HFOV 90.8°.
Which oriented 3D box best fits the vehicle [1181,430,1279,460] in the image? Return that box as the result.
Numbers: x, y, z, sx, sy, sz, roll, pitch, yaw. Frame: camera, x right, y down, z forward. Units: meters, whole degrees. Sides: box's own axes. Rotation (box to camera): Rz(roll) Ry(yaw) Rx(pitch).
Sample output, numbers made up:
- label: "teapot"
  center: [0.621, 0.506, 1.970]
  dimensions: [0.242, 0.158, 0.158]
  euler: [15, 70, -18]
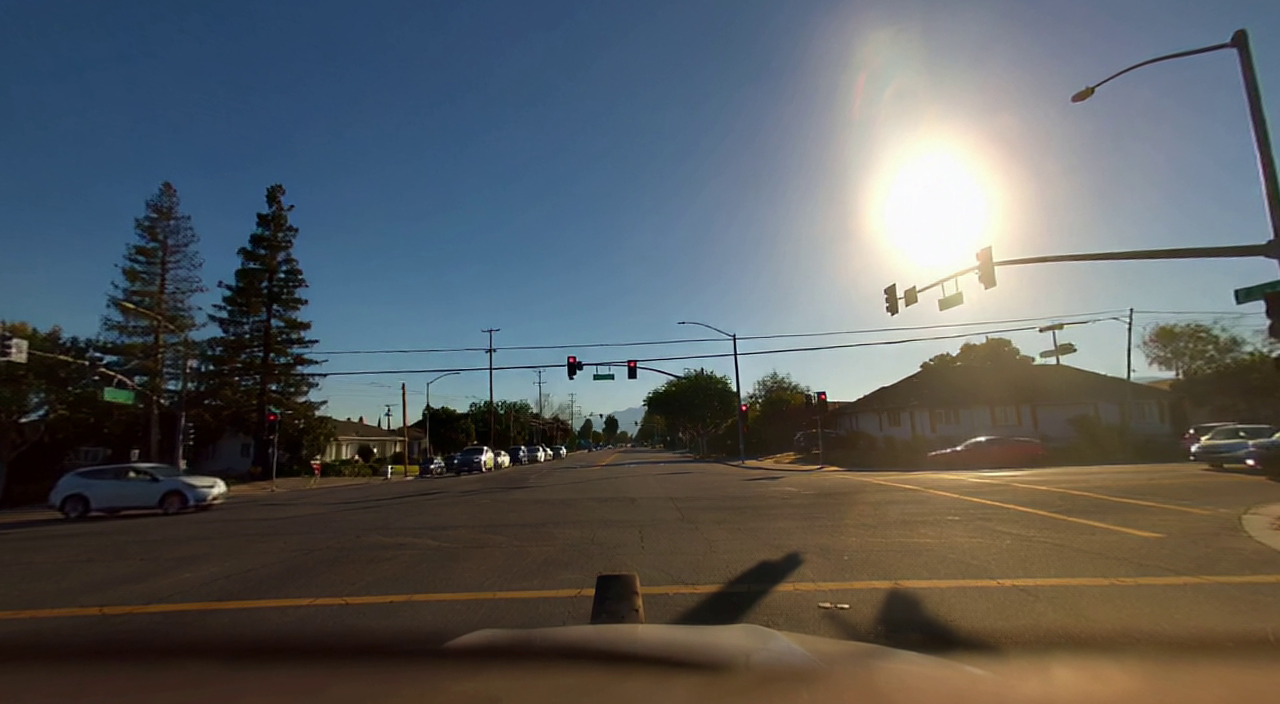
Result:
- label: "vehicle"
  center: [31.308, 4.885, 33.028]
  dimensions: [4.318, 1.488, 1.870]
  euler: [0, -9, -1]

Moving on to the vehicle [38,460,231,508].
- label: "vehicle"
  center: [-16.934, 4.440, 21.367]
  dimensions: [4.823, 1.449, 2.017]
  euler: [-1, -9, 1]

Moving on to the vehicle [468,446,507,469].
- label: "vehicle"
  center: [-10.726, 7.456, 44.747]
  dimensions: [1.881, 1.509, 3.377]
  euler: [0, -9, 1]

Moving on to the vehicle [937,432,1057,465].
- label: "vehicle"
  center: [17.804, 4.860, 31.781]
  dimensions: [4.873, 1.539, 1.932]
  euler: [-3, -9, 19]
